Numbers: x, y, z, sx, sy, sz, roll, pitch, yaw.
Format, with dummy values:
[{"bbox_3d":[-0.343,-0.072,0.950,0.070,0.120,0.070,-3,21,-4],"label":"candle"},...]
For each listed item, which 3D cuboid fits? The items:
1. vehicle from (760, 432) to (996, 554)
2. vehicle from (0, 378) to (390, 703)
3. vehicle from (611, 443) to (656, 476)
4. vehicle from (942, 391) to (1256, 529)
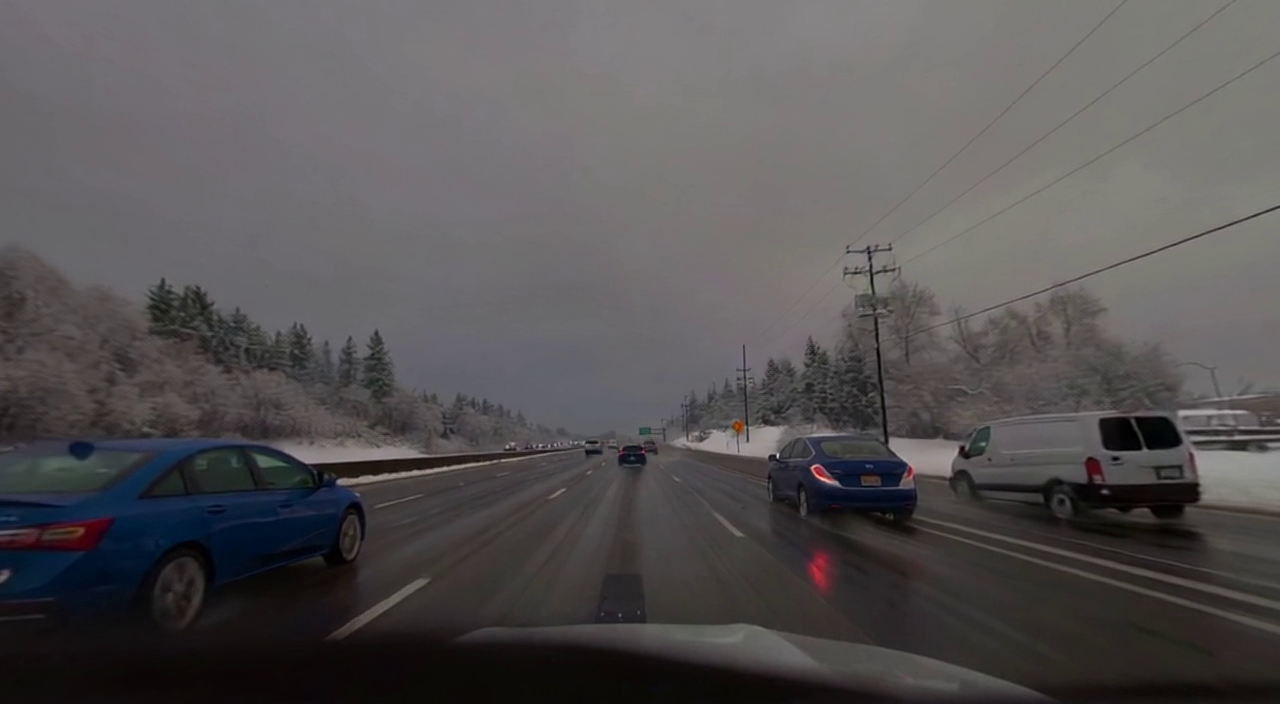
[{"bbox_3d":[3.467,2.127,10.306,1.995,1.533,4.463,0,-8,-2],"label":"vehicle"},{"bbox_3d":[-3.766,1.149,4.276,2.251,1.575,4.488,0,-8,0],"label":"vehicle"},{"bbox_3d":[-0.338,5.167,30.455,2.019,1.472,3.971,0,-8,-2],"label":"vehicle"},{"bbox_3d":[8.976,2.192,13.260,2.349,2.280,5.423,0,-9,-2],"label":"vehicle"}]
